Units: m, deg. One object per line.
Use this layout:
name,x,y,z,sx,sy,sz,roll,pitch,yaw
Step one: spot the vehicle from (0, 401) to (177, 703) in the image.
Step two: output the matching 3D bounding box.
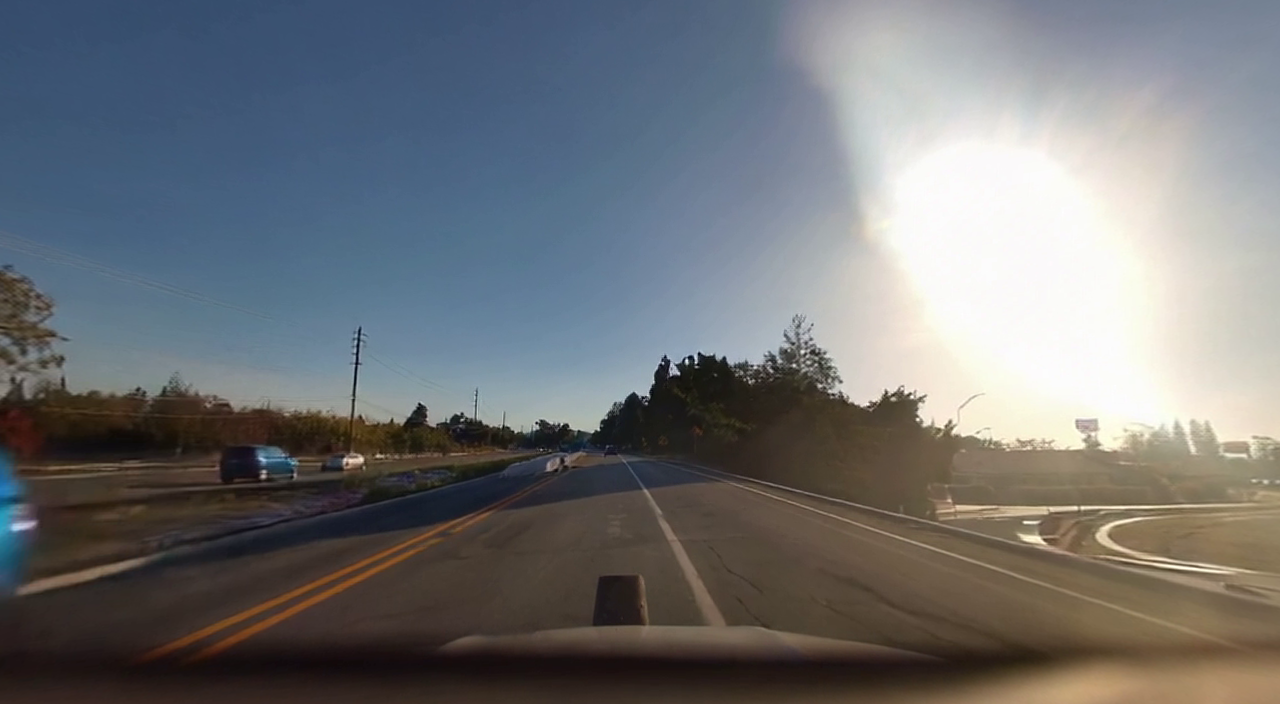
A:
vehicle,-4.205,0.904,2.432,1.722,1.523,3.736,-1,-9,6

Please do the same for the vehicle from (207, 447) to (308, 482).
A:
vehicle,-18.336,5.399,30.548,2.036,1.525,4.677,0,-9,-1
